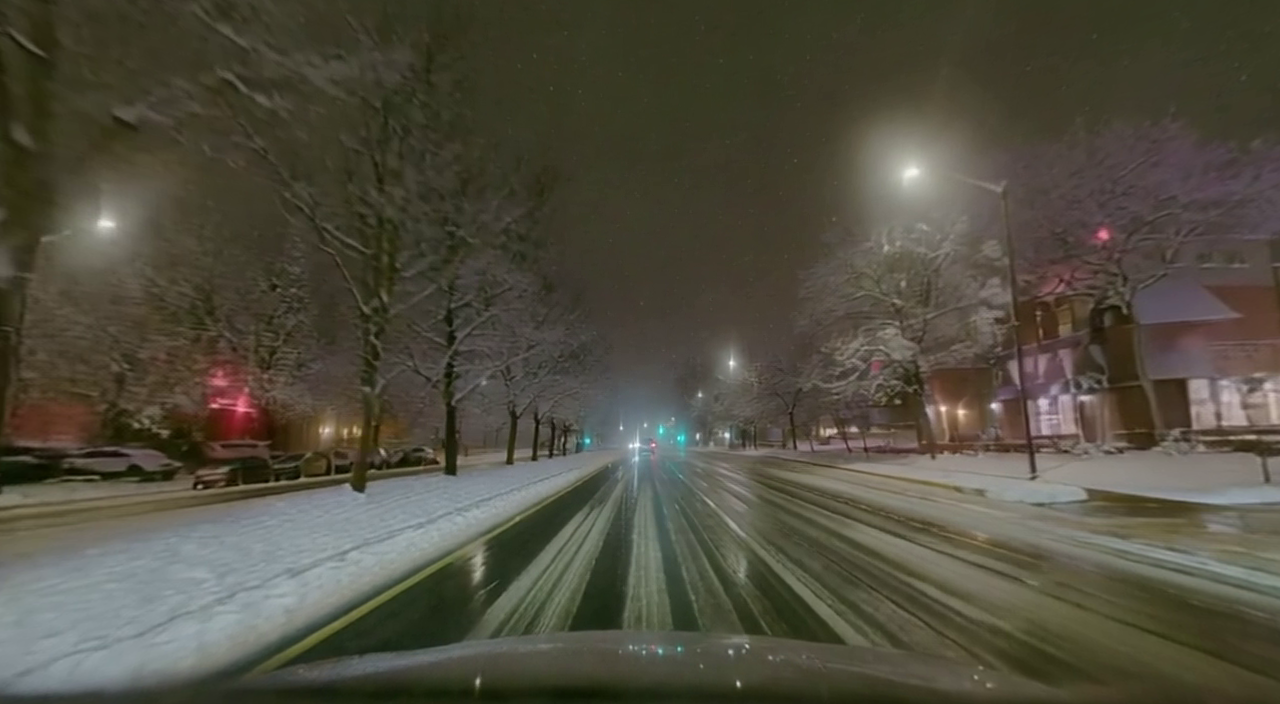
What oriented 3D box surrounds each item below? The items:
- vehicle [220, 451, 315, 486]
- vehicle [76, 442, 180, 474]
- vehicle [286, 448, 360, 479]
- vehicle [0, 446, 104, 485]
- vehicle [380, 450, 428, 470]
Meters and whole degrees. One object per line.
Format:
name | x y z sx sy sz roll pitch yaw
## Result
vehicle | -18.762 5.854 32.056 1.964 1.618 4.622 0 -8 1
vehicle | -27.390 5.677 33.823 3.882 1.599 1.725 1 -9 -4
vehicle | -18.882 6.632 37.867 1.939 1.698 4.778 0 -8 0
vehicle | -26.442 4.886 27.334 4.460 1.578 2.024 0 -8 1
vehicle | -18.497 8.469 49.563 1.916 1.454 4.628 0 -8 1
